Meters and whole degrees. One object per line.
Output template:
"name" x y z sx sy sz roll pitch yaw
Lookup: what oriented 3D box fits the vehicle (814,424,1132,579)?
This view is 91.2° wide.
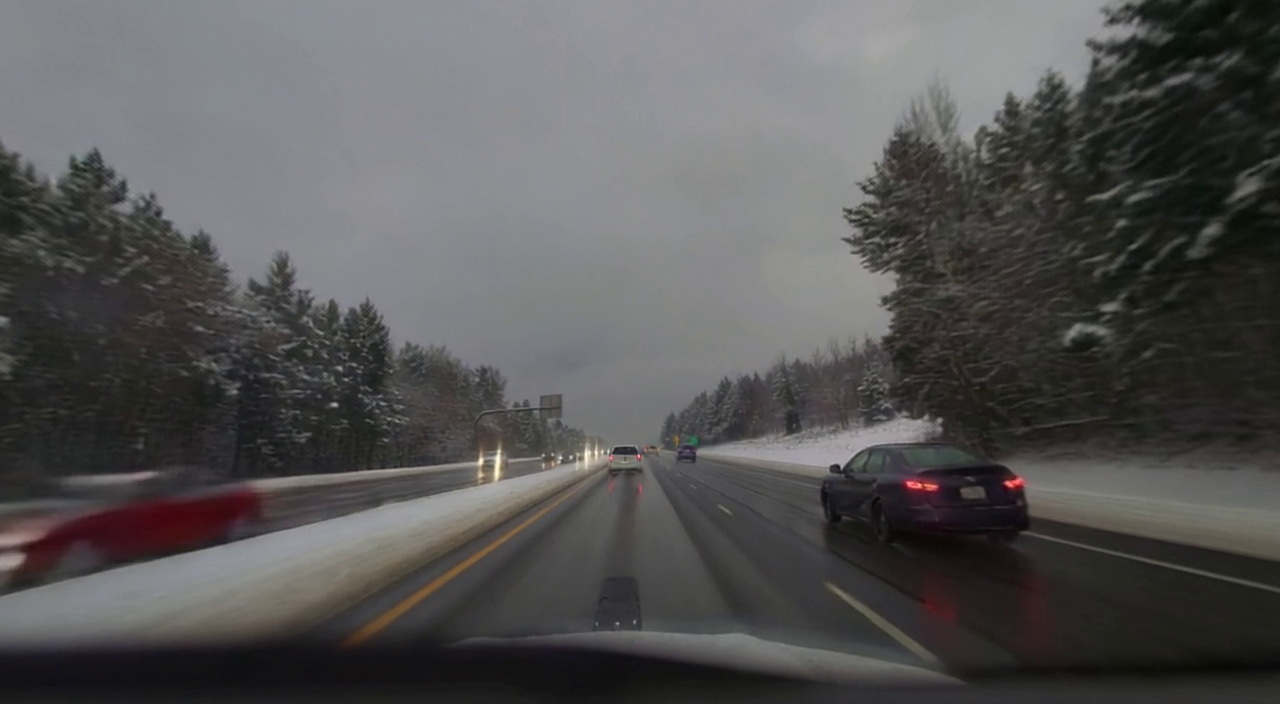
"vehicle" 3.940 1.820 8.479 1.843 1.505 4.339 0 -9 -1

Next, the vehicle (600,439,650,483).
"vehicle" -0.597 4.579 26.539 1.937 1.699 3.936 0 -9 0

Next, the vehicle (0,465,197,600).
"vehicle" -8.700 2.436 8.859 1.801 1.528 4.211 0 -9 0
